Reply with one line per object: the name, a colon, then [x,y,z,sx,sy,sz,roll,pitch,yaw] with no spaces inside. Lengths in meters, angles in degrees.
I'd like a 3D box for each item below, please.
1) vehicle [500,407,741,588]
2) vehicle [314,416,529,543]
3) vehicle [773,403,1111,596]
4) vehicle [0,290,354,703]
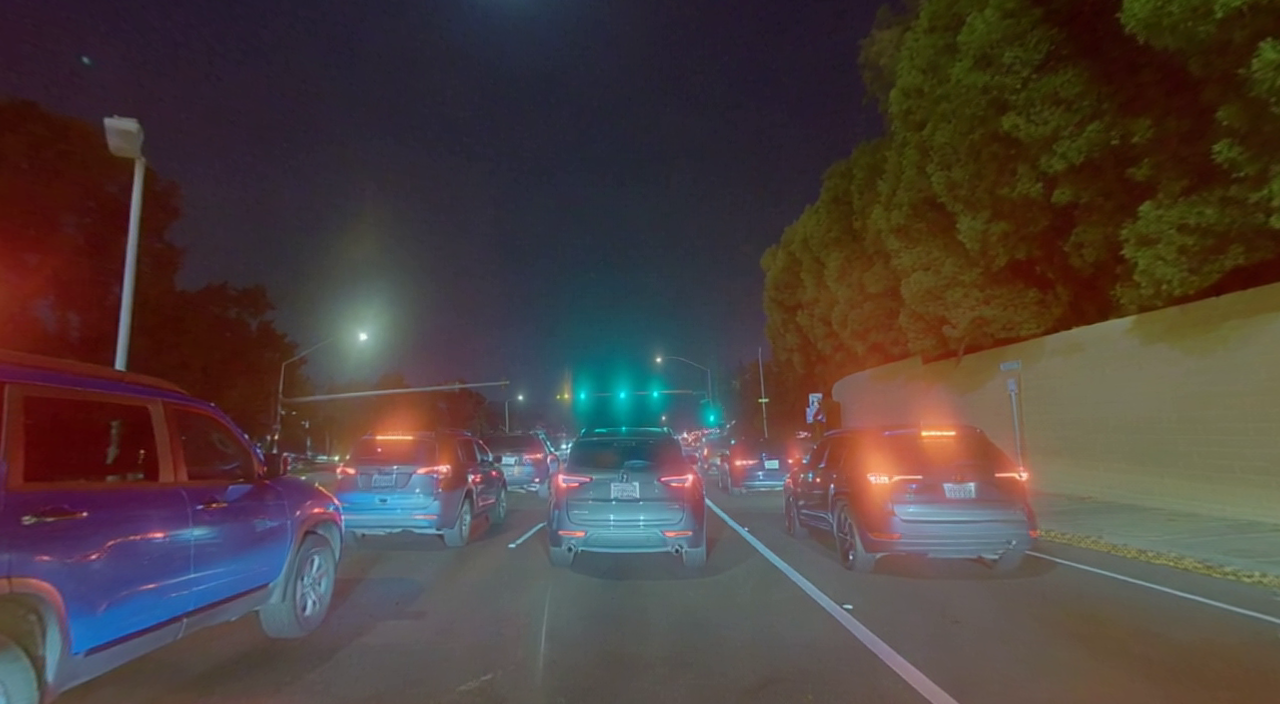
vehicle: [-0.150,1.655,7.939,2.245,1.677,3.913,0,-8,1]
vehicle: [-3.492,2.135,11.235,2.067,1.759,4.631,0,-8,1]
vehicle: [3.147,1.619,7.806,2.029,1.702,4.281,0,-8,0]
vehicle: [-3.512,0.828,3.110,2.070,1.913,4.450,0,-8,0]
